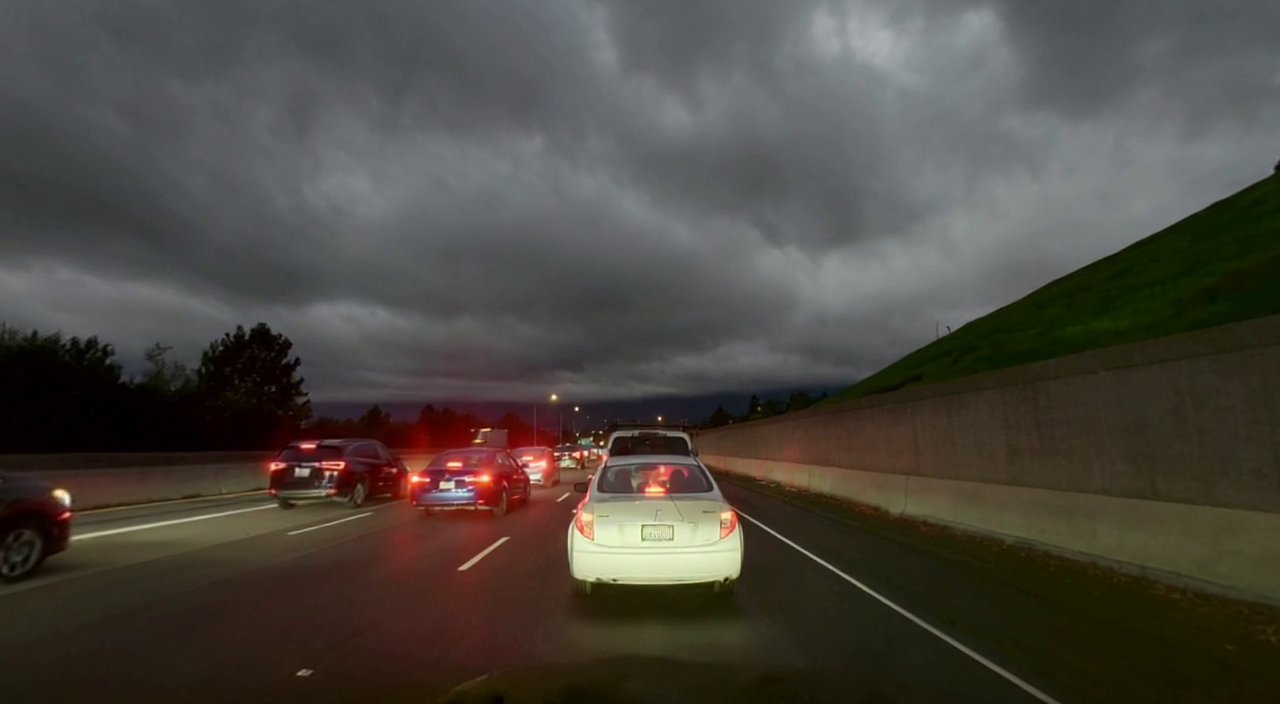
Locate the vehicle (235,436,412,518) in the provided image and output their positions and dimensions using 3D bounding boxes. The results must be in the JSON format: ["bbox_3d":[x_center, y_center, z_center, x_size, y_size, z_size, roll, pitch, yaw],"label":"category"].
[{"bbox_3d":[-7.506,2.981,15.602,1.986,1.700,4.558,0,-9,0],"label":"vehicle"}]

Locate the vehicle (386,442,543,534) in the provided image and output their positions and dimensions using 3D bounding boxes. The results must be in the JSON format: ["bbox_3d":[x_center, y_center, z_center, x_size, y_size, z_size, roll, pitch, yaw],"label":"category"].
[{"bbox_3d":[-3.234,2.574,12.535,1.917,1.506,3.949,0,-9,1],"label":"vehicle"}]

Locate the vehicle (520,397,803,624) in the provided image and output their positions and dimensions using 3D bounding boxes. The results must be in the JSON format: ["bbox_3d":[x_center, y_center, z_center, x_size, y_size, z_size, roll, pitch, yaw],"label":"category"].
[{"bbox_3d":[0.129,1.647,7.670,2.210,1.760,5.303,0,-9,-1],"label":"vehicle"}]
